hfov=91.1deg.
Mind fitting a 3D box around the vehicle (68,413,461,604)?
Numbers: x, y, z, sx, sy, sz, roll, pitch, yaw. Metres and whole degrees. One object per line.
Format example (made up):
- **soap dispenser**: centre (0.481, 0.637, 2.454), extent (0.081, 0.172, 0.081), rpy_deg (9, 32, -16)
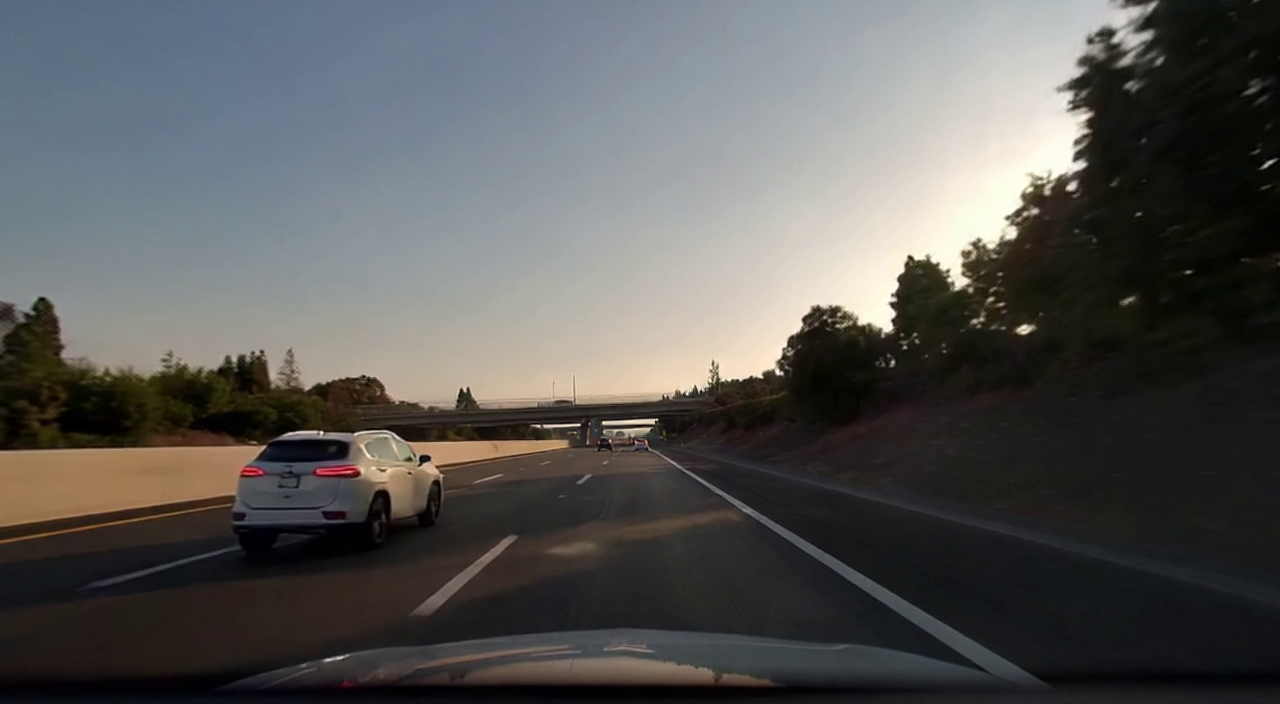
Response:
- **vehicle**: centre (-3.781, 1.609, 7.512), extent (2.039, 1.589, 4.324), rpy_deg (0, -8, 0)
